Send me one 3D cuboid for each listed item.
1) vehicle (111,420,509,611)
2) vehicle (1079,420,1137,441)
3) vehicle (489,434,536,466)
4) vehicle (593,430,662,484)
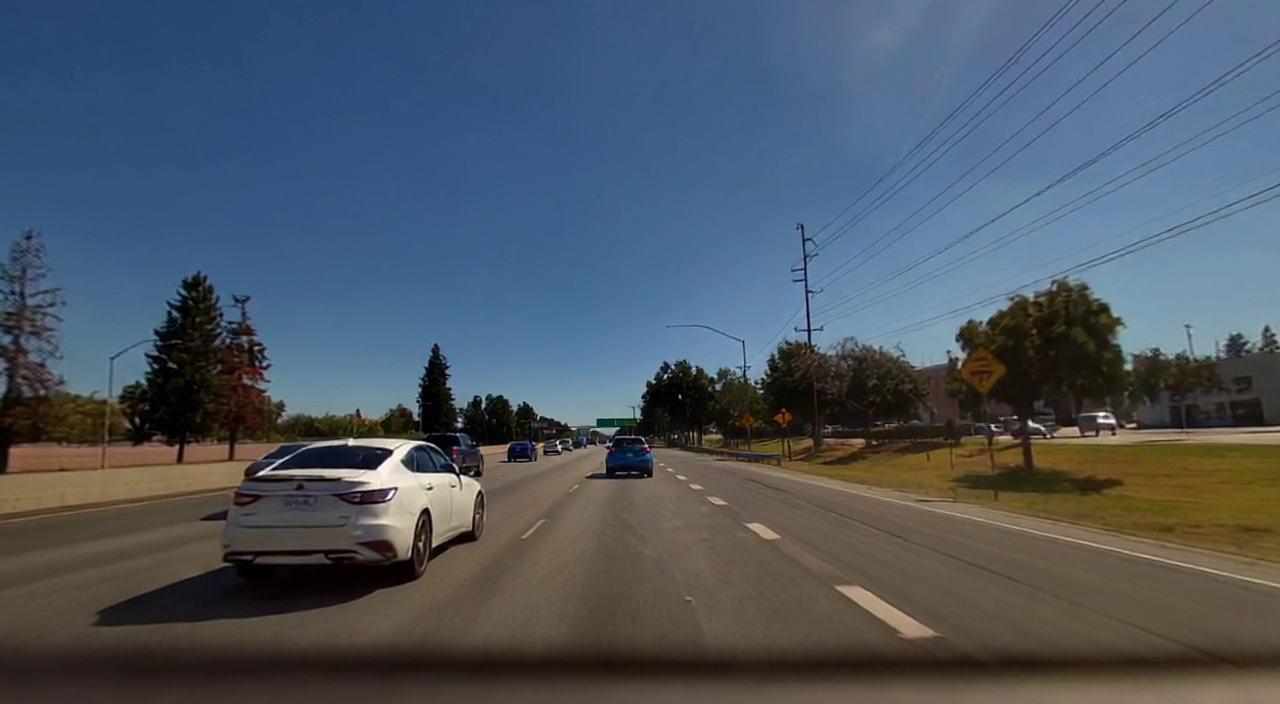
[{"bbox_3d":[-3.135,1.647,7.448,2.174,1.510,4.636,0,-8,0],"label":"vehicle"},{"bbox_3d":[34.065,5.778,46.108,1.795,1.467,3.675,-2,-8,9],"label":"vehicle"},{"bbox_3d":[-7.447,5.772,37.337,1.914,1.756,4.179,0,-8,0],"label":"vehicle"},{"bbox_3d":[-0.440,3.582,21.805,2.140,1.653,4.108,0,-8,-1],"label":"vehicle"}]
